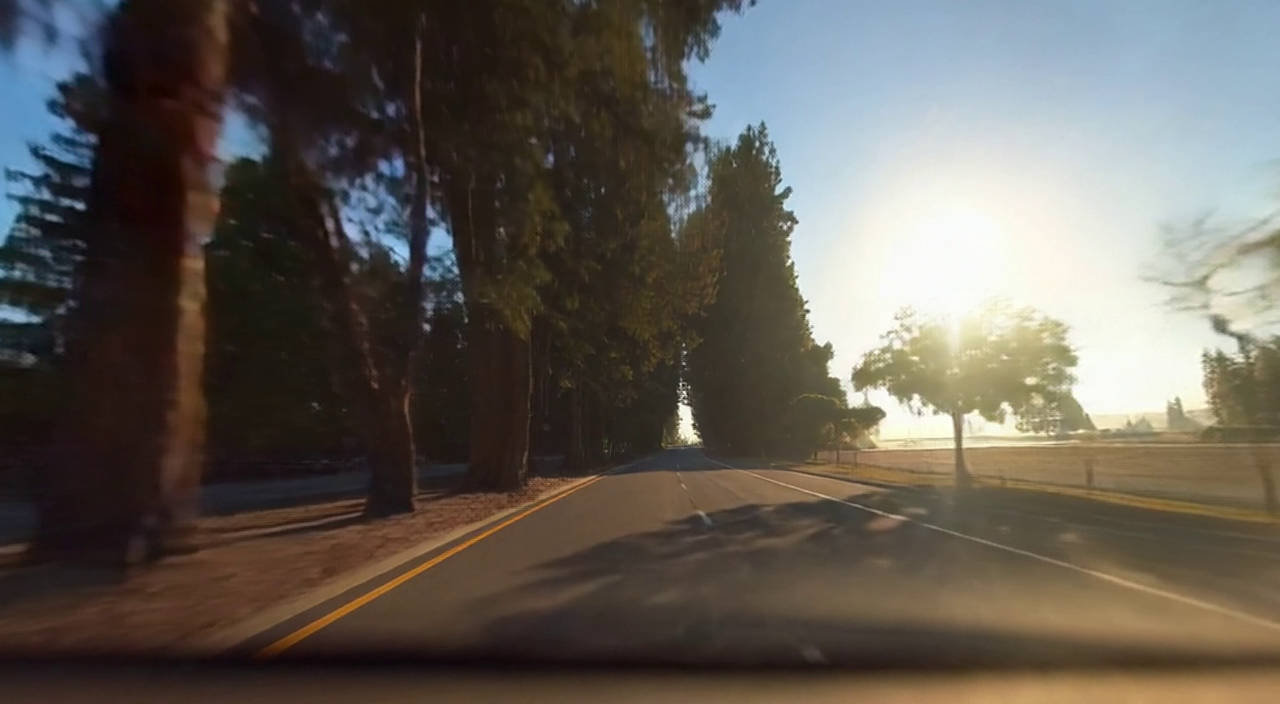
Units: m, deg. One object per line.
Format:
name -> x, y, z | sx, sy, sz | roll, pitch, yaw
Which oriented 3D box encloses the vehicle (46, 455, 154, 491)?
vehicle -> -41.327, 9.234, 48.425 | 6.659, 2.408, 2.257 | -2, -6, 7
